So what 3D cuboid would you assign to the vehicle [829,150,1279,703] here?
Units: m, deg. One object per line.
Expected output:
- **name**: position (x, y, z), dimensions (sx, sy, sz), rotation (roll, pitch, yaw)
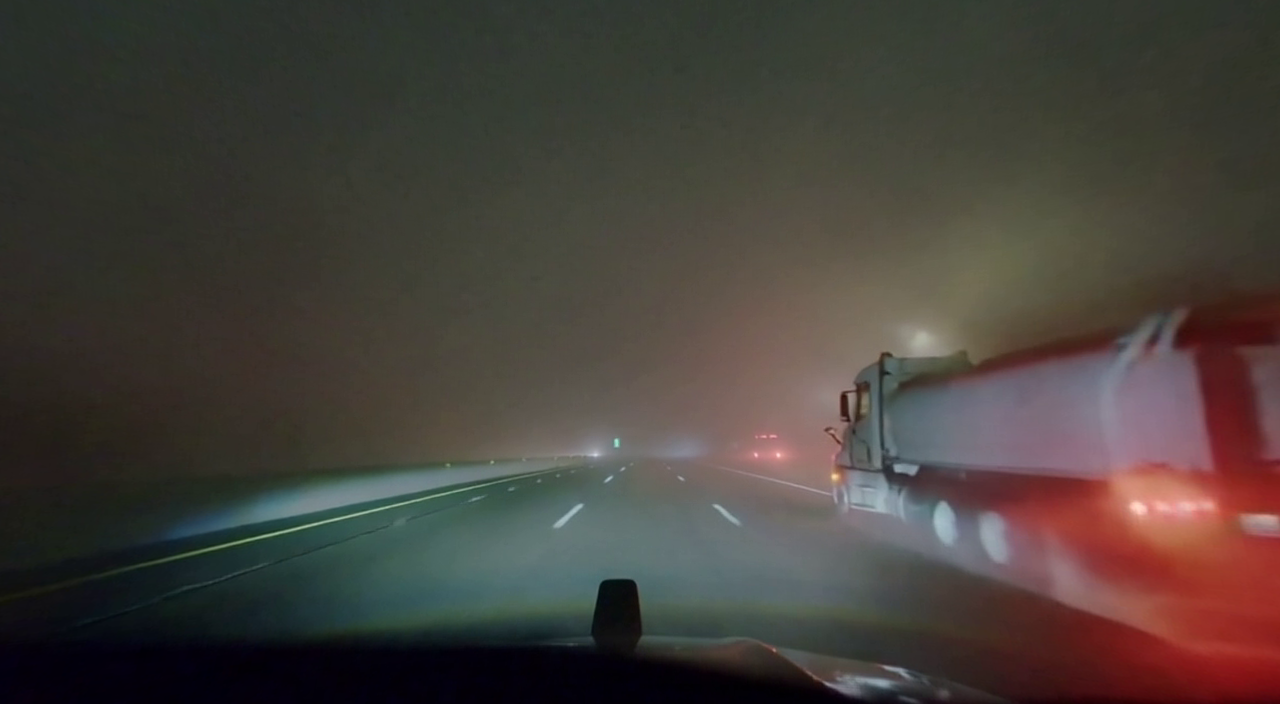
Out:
- **vehicle**: position (4.148, 0.807, 5.487), dimensions (2.436, 2.701, 7.451), rotation (0, -9, -2)
